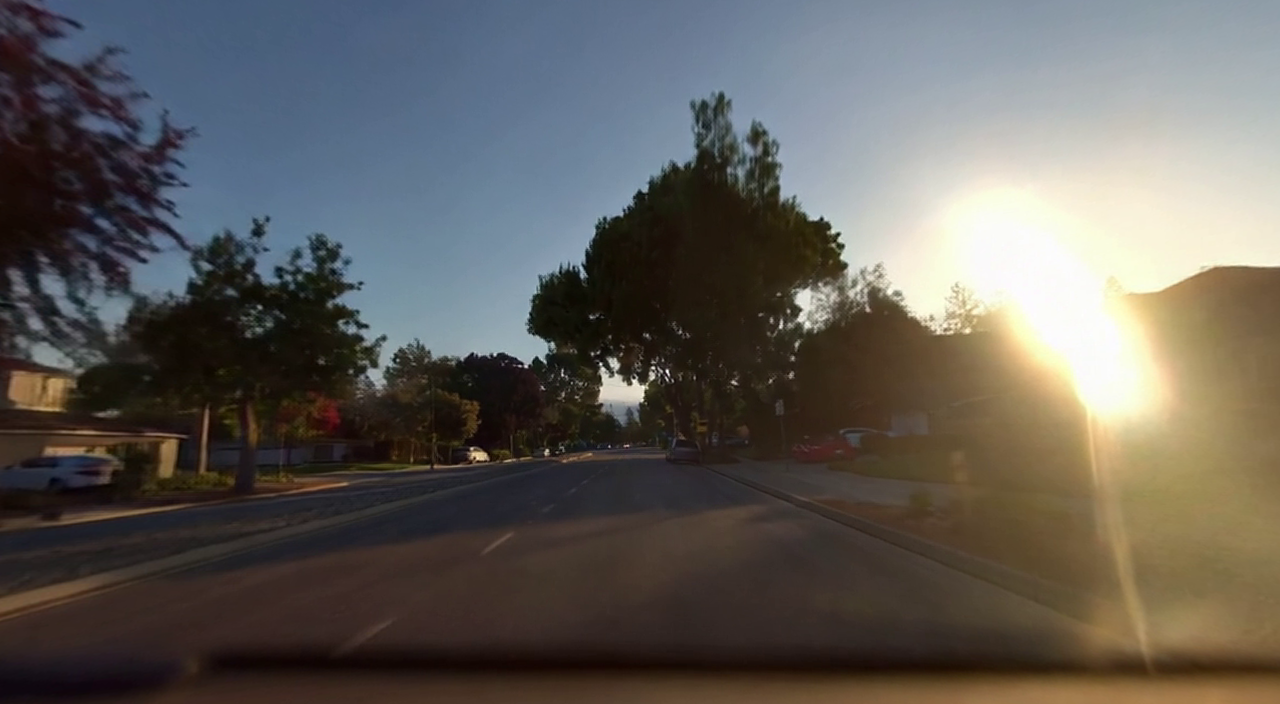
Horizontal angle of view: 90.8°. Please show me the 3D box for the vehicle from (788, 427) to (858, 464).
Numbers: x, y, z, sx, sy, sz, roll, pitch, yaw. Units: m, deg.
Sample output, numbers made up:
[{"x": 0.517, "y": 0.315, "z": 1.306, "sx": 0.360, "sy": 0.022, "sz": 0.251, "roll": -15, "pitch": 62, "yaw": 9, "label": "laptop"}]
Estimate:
[{"x": 9.248, "y": 4.765, "z": 32.427, "sx": 1.971, "sy": 1.641, "sz": 5.191, "roll": -4, "pitch": -8, "yaw": 0, "label": "vehicle"}]

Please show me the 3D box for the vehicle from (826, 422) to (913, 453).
[{"x": 14.702, "y": 5.511, "z": 40.631, "sx": 4.723, "sy": 1.883, "sz": 2.011, "roll": 0, "pitch": -8, "yaw": -2, "label": "vehicle"}]

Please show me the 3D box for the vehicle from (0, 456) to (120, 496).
[{"x": -24.008, "y": 4.929, "z": 25.293, "sx": 4.595, "sy": 1.491, "sz": 1.902, "roll": 0, "pitch": -8, "yaw": 0, "label": "vehicle"}]

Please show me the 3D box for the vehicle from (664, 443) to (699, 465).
[{"x": 2.956, "y": 7.394, "z": 46.007, "sx": 2.037, "sy": 1.518, "sz": 4.904, "roll": 0, "pitch": -8, "yaw": -2, "label": "vehicle"}]
